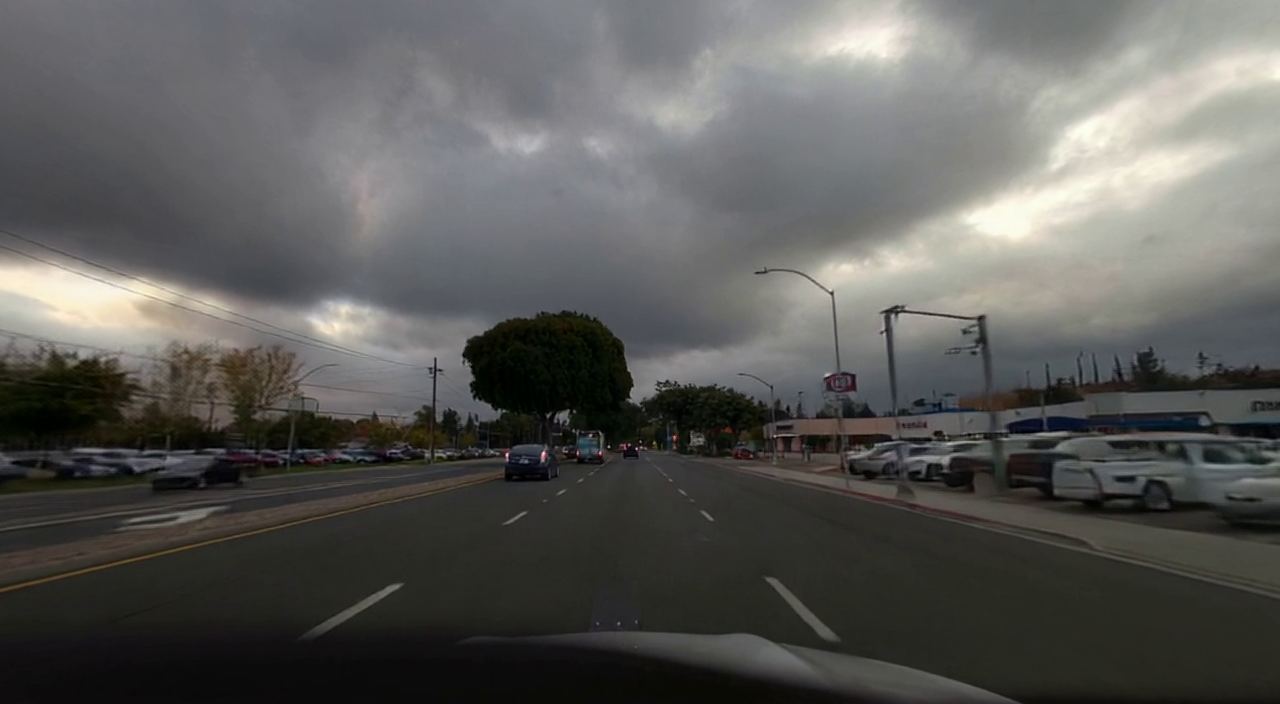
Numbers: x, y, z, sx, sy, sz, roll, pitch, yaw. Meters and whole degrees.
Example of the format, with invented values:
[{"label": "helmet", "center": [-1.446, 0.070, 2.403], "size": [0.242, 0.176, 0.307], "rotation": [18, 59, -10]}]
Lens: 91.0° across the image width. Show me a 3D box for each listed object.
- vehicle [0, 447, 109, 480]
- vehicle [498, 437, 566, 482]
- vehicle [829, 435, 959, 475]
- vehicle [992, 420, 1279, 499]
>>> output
[{"label": "vehicle", "center": [-33.627, 6.254, 35.461], "size": [5.439, 1.744, 2.107], "rotation": [0, -9, -1]}, {"label": "vehicle", "center": [-4.379, 4.445, 26.273], "size": [2.109, 1.672, 4.256], "rotation": [0, -9, 0]}, {"label": "vehicle", "center": [12.551, 5.141, 31.320], "size": [5.500, 1.749, 2.057], "rotation": [-1, -9, -3]}, {"label": "vehicle", "center": [12.455, 2.722, 16.206], "size": [5.426, 1.811, 2.193], "rotation": [-2, -9, 15]}]
